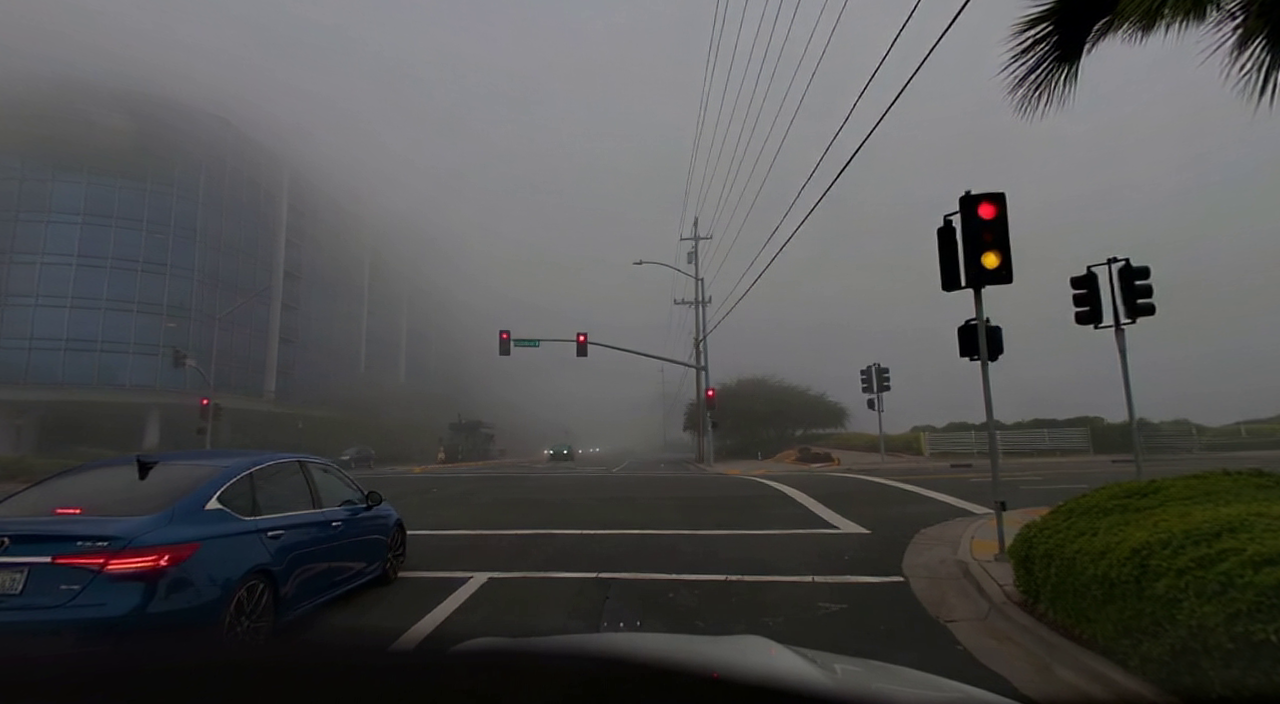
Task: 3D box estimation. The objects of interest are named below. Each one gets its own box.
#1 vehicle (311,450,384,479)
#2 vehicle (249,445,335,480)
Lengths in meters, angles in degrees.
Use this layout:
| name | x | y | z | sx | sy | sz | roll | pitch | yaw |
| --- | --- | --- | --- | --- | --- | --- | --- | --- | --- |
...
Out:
| name | x | y | z | sx | sy | sz | roll | pitch | yaw |
| --- | --- | --- | --- | --- | --- | --- | --- | --- | --- |
| vehicle | -15.367 | 5.918 | 33.306 | 1.875 | 1.389 | 3.784 | 0 | -9 | 3 |
| vehicle | -19.094 | 6.060 | 34.839 | 2.017 | 1.739 | 4.569 | 0 | -9 | 1 |
